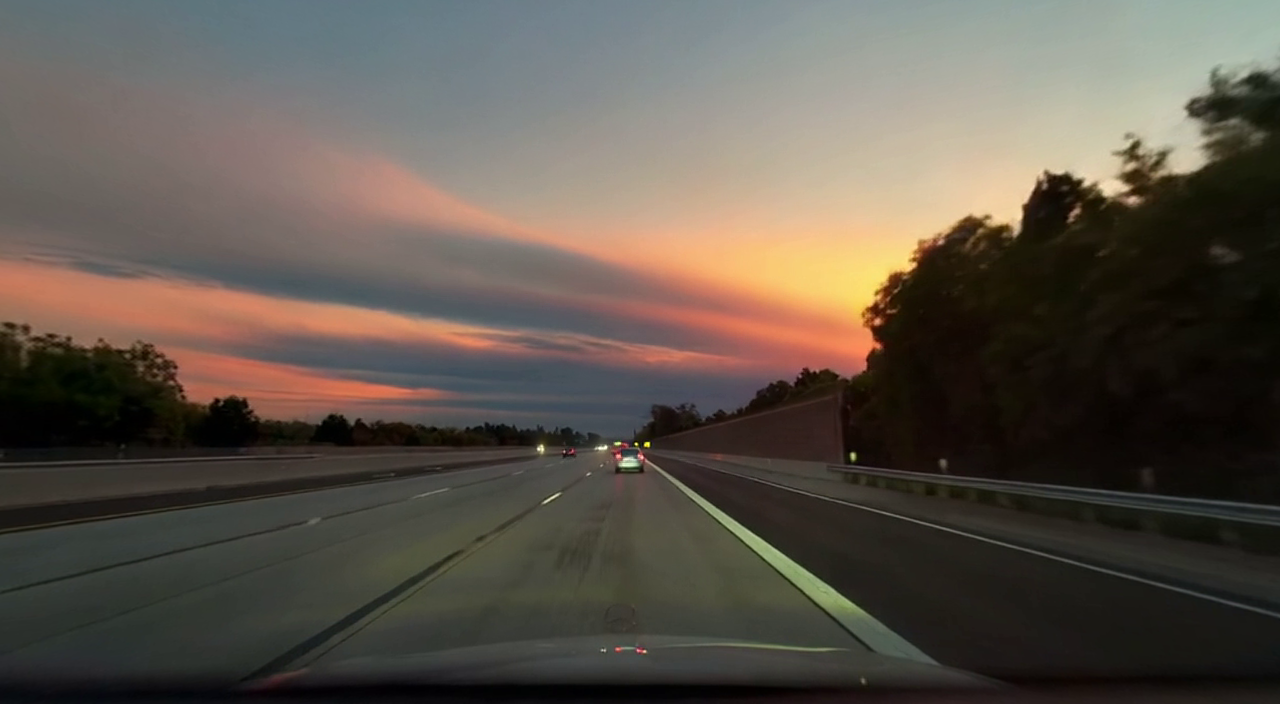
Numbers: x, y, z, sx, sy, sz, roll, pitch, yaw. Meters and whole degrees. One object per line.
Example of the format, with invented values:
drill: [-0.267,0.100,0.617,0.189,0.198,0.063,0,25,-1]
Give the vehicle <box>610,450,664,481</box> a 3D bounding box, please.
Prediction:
vehicle: [-0.265,5.498,30.738,2.398,1.336,5.698,0,-9,-2]
